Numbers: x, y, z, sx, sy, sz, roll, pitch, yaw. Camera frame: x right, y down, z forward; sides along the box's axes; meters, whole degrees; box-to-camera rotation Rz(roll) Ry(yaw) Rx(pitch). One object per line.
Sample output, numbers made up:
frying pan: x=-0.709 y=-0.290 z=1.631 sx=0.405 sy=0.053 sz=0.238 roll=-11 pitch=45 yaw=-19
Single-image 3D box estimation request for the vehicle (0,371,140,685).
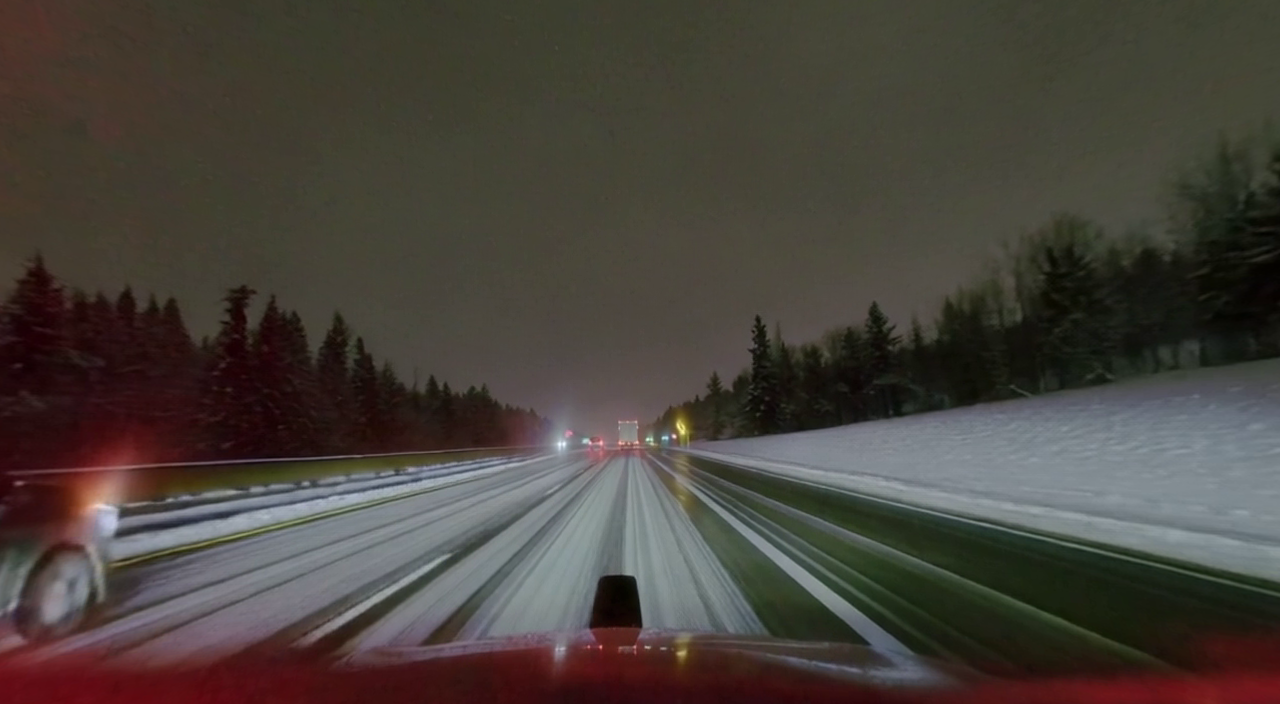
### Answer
vehicle: x=-4.448 y=0.735 z=1.865 sx=2.123 sy=1.655 sz=4.688 roll=0 pitch=-8 yaw=-1
